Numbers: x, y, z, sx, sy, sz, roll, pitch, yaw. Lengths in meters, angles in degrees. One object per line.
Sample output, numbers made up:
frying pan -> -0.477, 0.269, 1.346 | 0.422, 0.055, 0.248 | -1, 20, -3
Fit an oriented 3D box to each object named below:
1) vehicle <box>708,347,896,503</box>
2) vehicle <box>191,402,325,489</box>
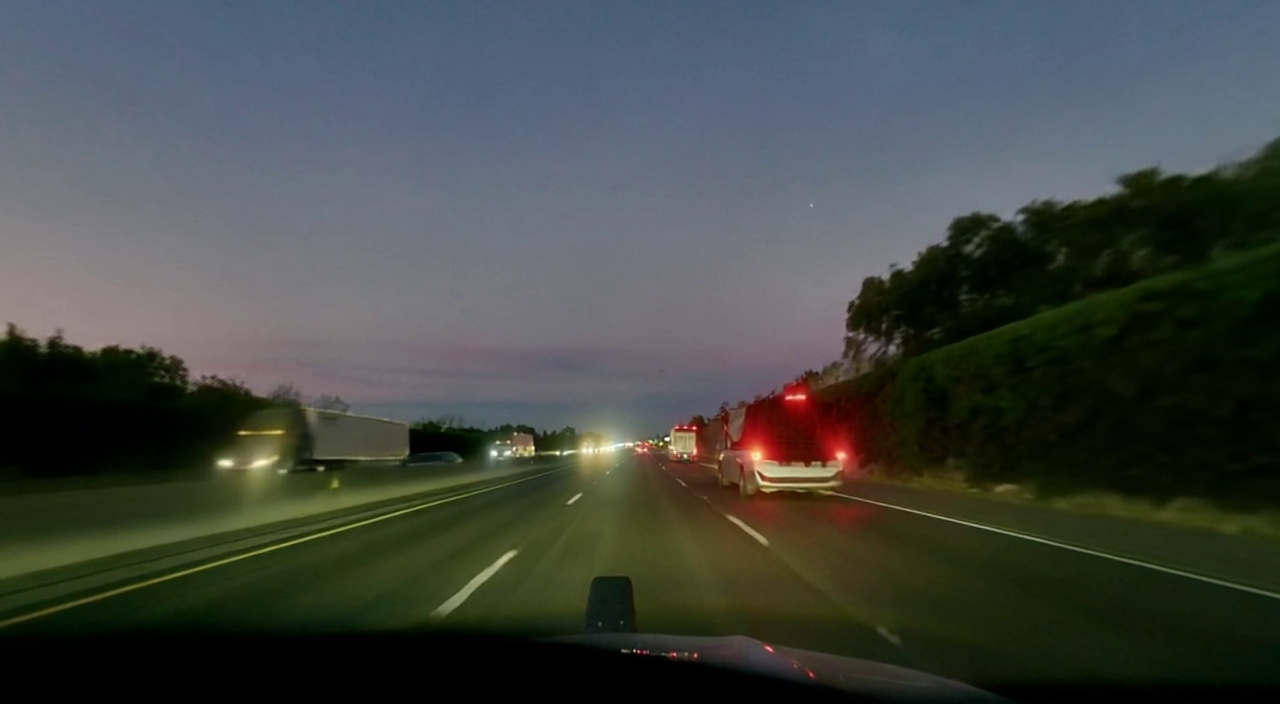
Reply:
vehicle -> 4.473, 2.562, 20.519 | 3.032, 3.785, 10.333 | 0, -9, -2
vehicle -> -19.141, 4.787, 32.163 | 2.998, 3.999, 5.853 | 0, -9, 0
